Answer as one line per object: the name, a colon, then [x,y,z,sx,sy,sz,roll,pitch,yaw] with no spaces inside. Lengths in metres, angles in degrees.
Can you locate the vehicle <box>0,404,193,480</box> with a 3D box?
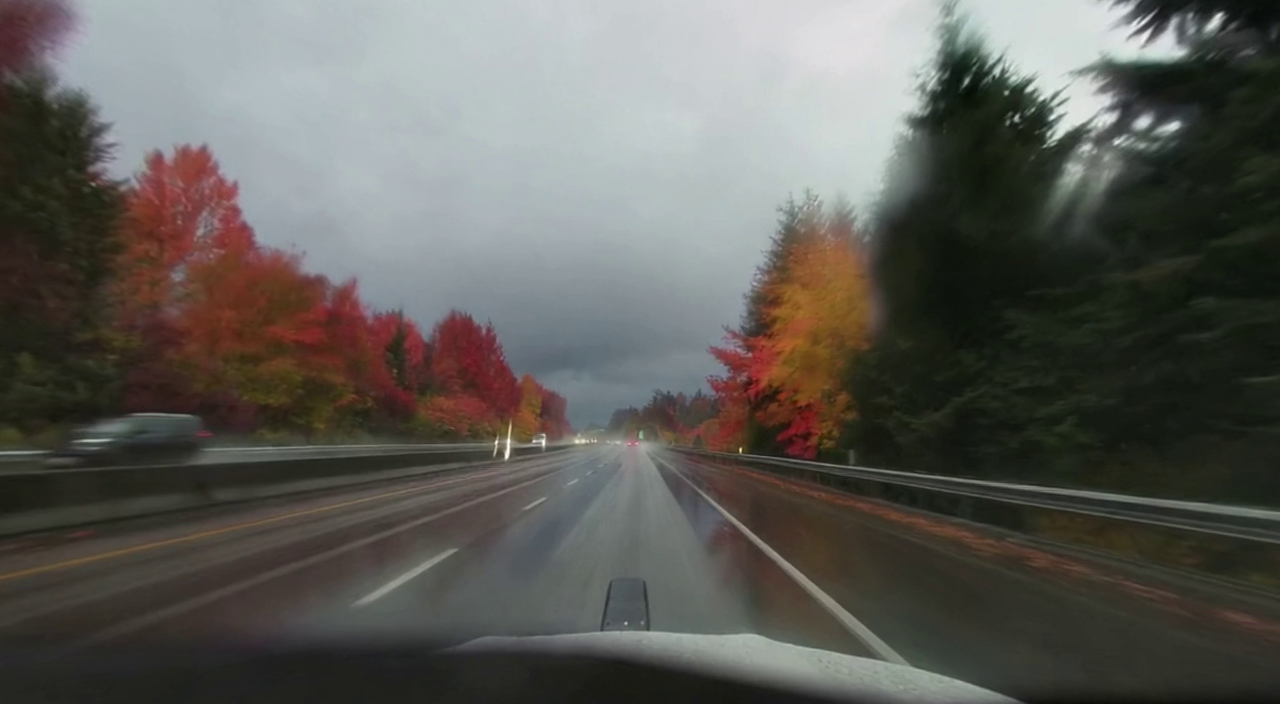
vehicle: [-15.640,2.573,18.008,2.086,1.872,4.771,0,-8,1]
